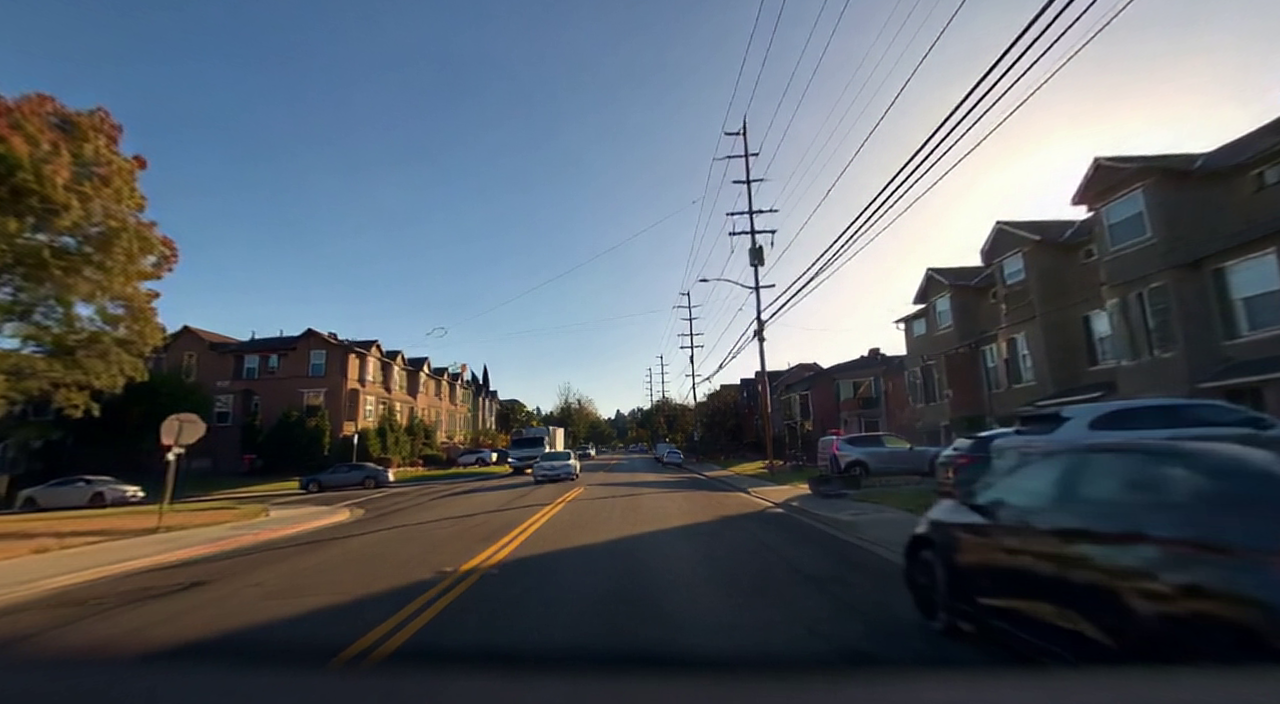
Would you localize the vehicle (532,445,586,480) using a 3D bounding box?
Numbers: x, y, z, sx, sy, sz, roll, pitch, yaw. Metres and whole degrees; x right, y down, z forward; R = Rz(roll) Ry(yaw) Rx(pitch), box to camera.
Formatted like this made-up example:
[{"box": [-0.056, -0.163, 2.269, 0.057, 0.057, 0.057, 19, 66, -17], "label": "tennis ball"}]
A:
[{"box": [-3.704, 5.123, 29.633, 1.912, 1.491, 4.375, 0, -9, 1], "label": "vehicle"}]

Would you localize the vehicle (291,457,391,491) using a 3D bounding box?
[{"box": [-15.387, 6.277, 32.738, 4.204, 1.626, 1.874, 1, -9, -6], "label": "vehicle"}]

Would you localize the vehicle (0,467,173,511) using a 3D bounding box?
[{"box": [-21.501, 5.294, 24.628, 4.913, 1.559, 1.927, 0, -9, -2], "label": "vehicle"}]

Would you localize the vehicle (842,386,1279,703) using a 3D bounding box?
[{"box": [3.002, 1.189, 3.939, 1.879, 1.582, 4.250, 0, -9, -3], "label": "vehicle"}]

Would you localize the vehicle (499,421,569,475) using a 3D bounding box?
[{"box": [-6.884, 6.375, 42.129, 3.197, 3.187, 7.847, -2, -8, 1], "label": "vehicle"}]

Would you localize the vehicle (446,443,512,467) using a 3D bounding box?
[{"box": [-11.875, 7.635, 46.852, 4.311, 1.751, 2.045, 0, -9, 0], "label": "vehicle"}]
